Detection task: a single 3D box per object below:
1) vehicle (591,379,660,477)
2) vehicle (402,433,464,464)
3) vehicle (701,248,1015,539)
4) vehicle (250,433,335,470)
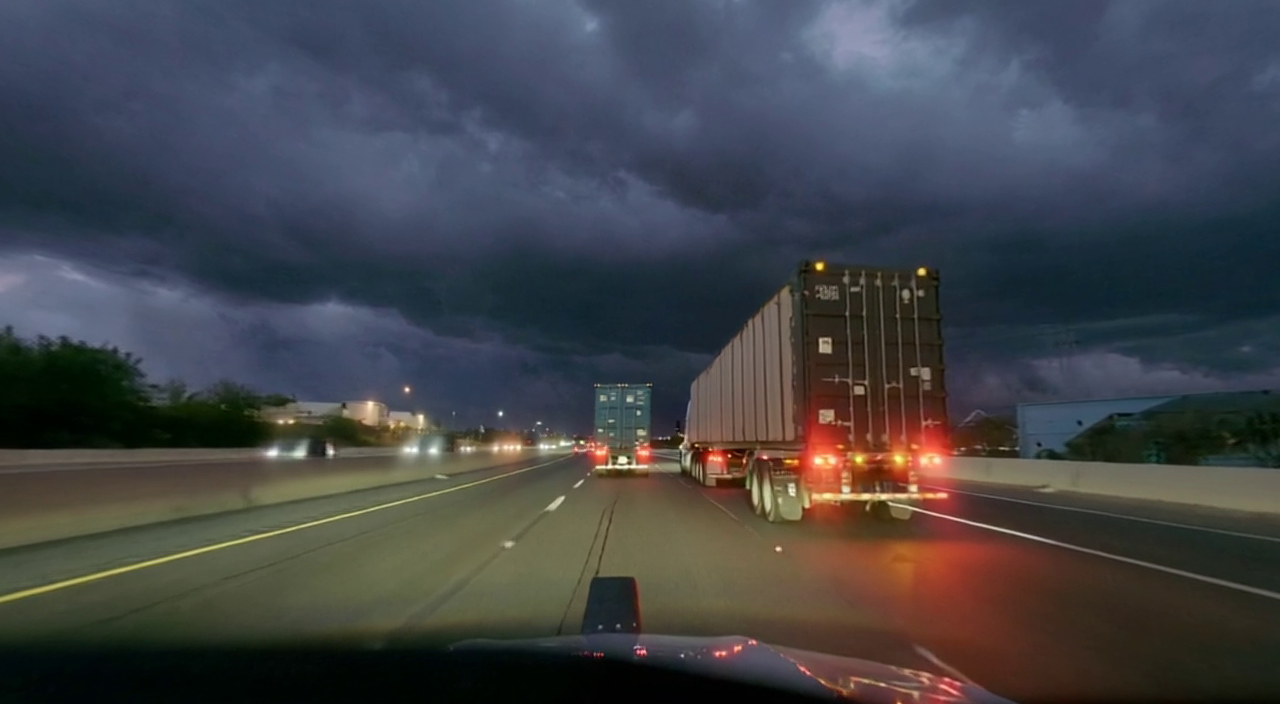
[{"bbox_3d":[-0.546,4.037,32.410,2.841,4.071,12.046,-1,-8,1],"label":"vehicle"},{"bbox_3d":[-13.180,6.186,40.659,2.220,1.787,5.560,0,-9,-1],"label":"vehicle"},{"bbox_3d":[3.587,1.459,15.167,2.803,4.072,12.744,0,-9,-1],"label":"vehicle"},{"bbox_3d":[-17.043,4.887,31.290,1.905,1.684,4.215,0,-9,-3],"label":"vehicle"}]
